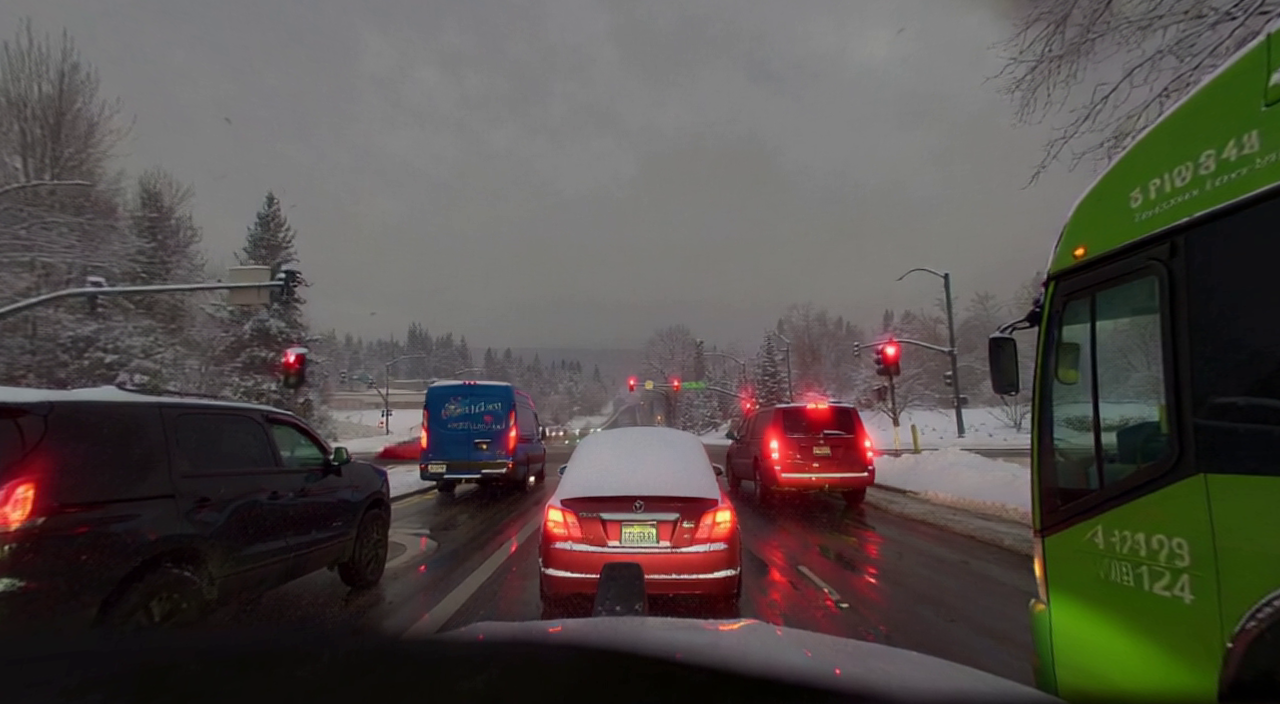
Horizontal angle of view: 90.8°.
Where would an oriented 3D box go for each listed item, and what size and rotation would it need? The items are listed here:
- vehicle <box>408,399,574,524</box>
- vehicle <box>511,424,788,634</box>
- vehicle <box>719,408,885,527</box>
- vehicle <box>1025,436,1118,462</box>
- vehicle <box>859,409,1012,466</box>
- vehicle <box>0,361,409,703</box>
[{"bbox_3d":[-2.938,2.348,13.961,2.335,2.221,5.165,0,-8,1],"label":"vehicle"},{"bbox_3d":[0.061,1.547,6.415,1.976,1.485,3.624,0,-8,0],"label":"vehicle"},{"bbox_3d":[3.143,2.400,13.684,2.143,2.036,5.367,0,-8,0],"label":"vehicle"},{"bbox_3d":[25.880,5.827,37.991,4.229,1.489,1.794,0,-8,-1],"label":"vehicle"},{"bbox_3d":[17.588,5.134,37.928,7.839,3.213,2.628,0,-9,-3],"label":"vehicle"},{"bbox_3d":[-3.410,1.178,4.633,1.921,1.701,3.989,0,-8,0],"label":"vehicle"}]
